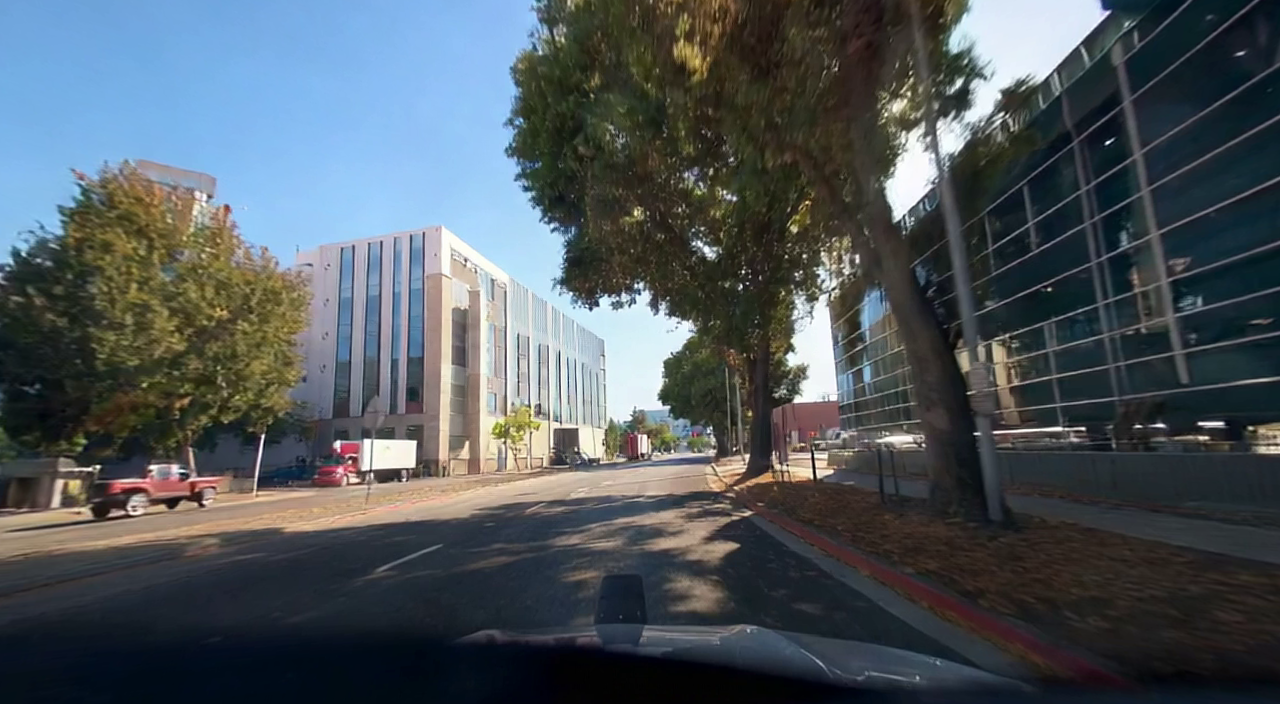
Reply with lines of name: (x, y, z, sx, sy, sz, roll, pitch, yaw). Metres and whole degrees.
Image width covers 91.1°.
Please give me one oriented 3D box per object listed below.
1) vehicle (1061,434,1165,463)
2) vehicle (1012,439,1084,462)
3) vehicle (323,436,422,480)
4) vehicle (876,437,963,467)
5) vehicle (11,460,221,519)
vehicle: (27.324, 5.607, 36.457, 4.307, 1.544, 1.949, -2, -9, 8)
vehicle: (27.801, 6.771, 42.912, 3.531, 1.414, 1.906, -2, -11, 7)
vehicle: (-18.836, 7.447, 44.717, 2.166, 2.698, 7.006, -8, -10, 21)
vehicle: (15.679, 5.671, 35.462, 3.997, 1.579, 1.799, -2, -11, 4)
vehicle: (-14.495, 3.804, 17.547, 4.330, 1.463, 1.832, -1, -9, 4)
